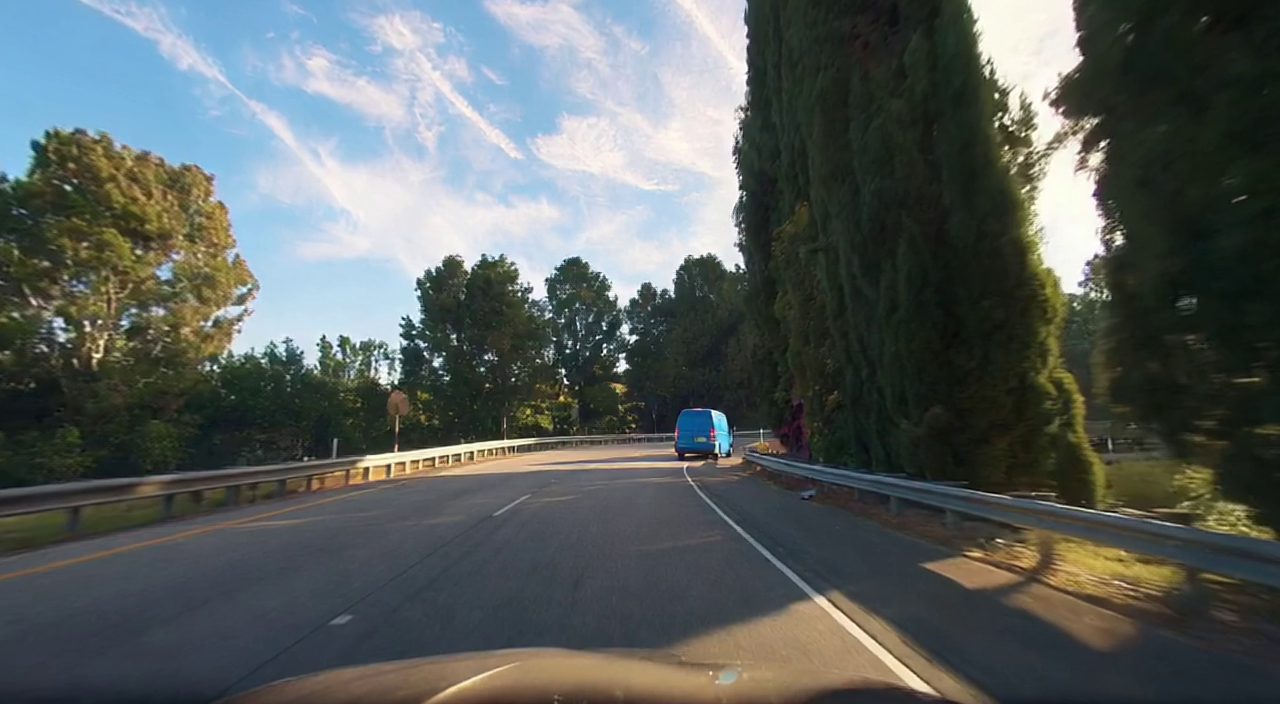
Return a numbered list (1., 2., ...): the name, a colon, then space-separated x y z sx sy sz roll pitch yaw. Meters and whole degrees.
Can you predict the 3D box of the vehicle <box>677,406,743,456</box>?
1. vehicle: 4.082 4.501 35.882 2.352 2.577 5.330 -3 -8 22
